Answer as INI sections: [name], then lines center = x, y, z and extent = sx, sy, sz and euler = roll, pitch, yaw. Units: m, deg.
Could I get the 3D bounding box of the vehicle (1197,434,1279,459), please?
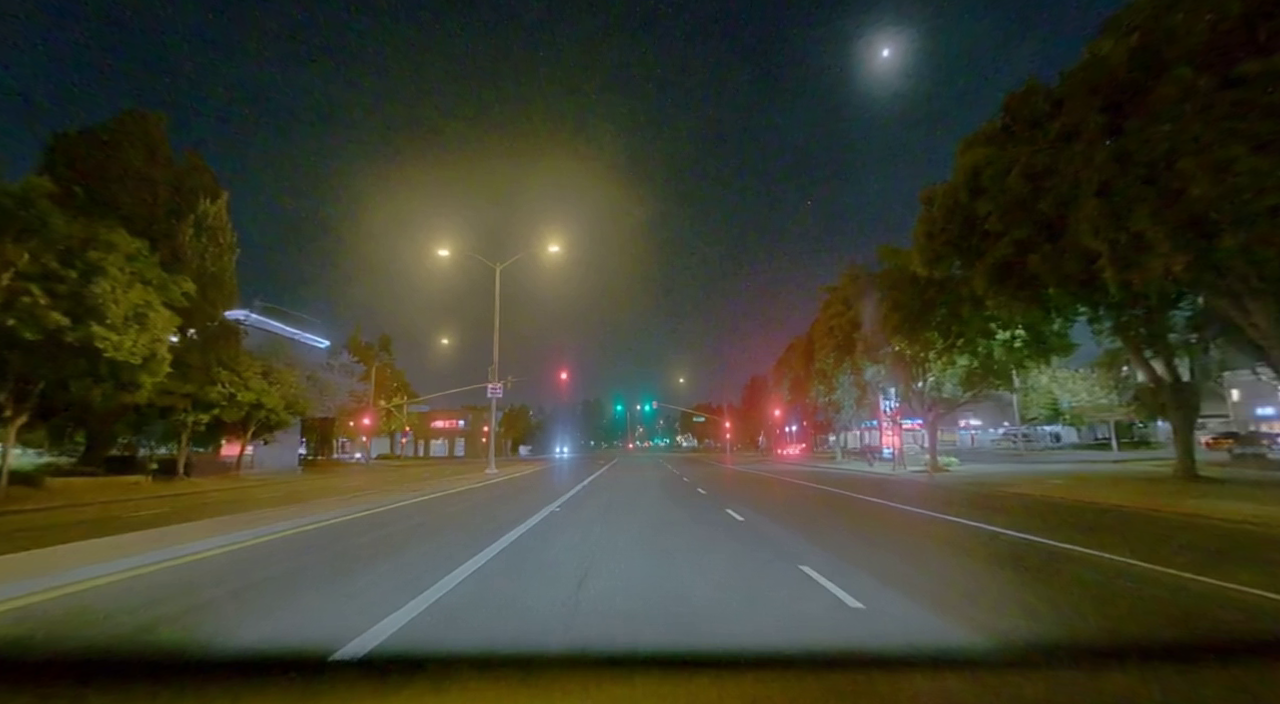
[vehicle]
center = 39.114, 6.105, 40.830
extent = 1.867, 1.552, 4.657
euler = 0, -9, -2
